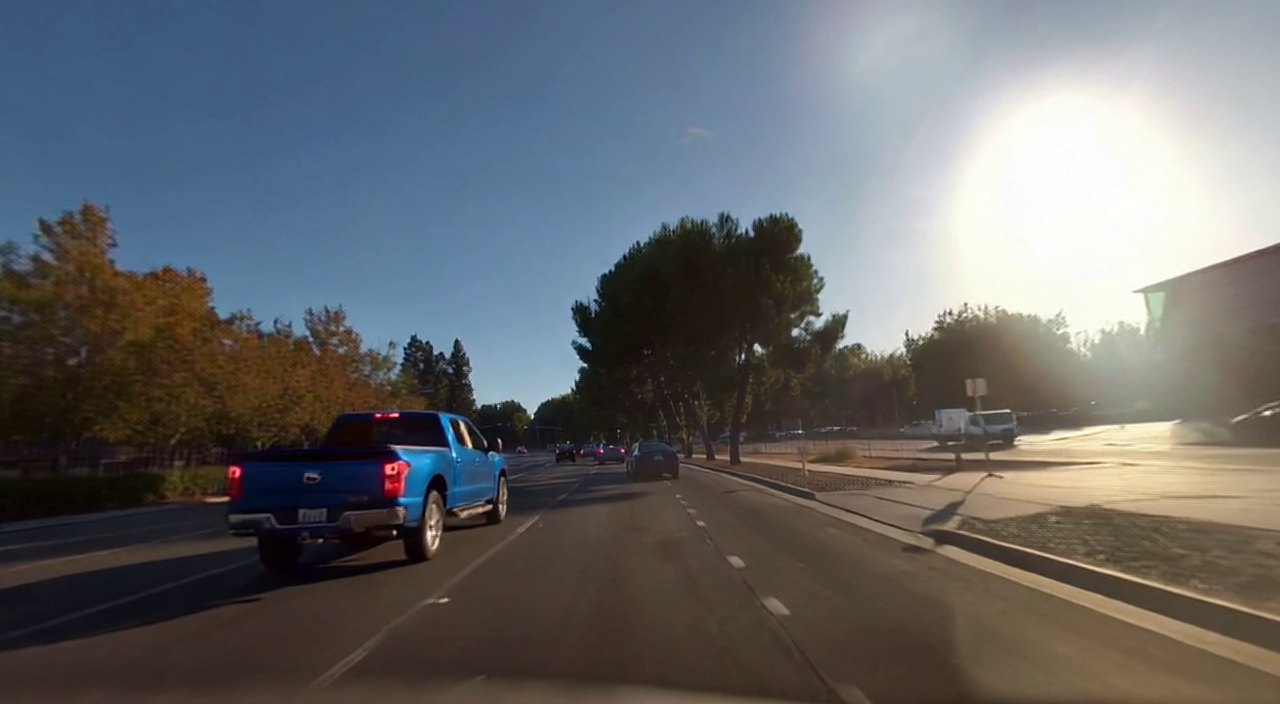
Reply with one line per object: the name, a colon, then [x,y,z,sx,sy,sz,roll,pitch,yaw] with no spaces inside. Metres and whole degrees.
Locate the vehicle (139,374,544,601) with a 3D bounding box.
vehicle: [-3.088,1.618,8.500,2.512,1.992,5.725,0,-9,2]

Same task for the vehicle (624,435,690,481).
vehicle: [0.517,3.905,23.394,2.142,1.528,4.133,0,-9,-3]

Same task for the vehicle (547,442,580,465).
vehicle: [-5.126,6.791,42.292,2.018,1.458,4.350,1,-9,-7]

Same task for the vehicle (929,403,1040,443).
vehicle: [22.268,4.676,41.005,6.027,2.377,2.245,-4,-10,26]
